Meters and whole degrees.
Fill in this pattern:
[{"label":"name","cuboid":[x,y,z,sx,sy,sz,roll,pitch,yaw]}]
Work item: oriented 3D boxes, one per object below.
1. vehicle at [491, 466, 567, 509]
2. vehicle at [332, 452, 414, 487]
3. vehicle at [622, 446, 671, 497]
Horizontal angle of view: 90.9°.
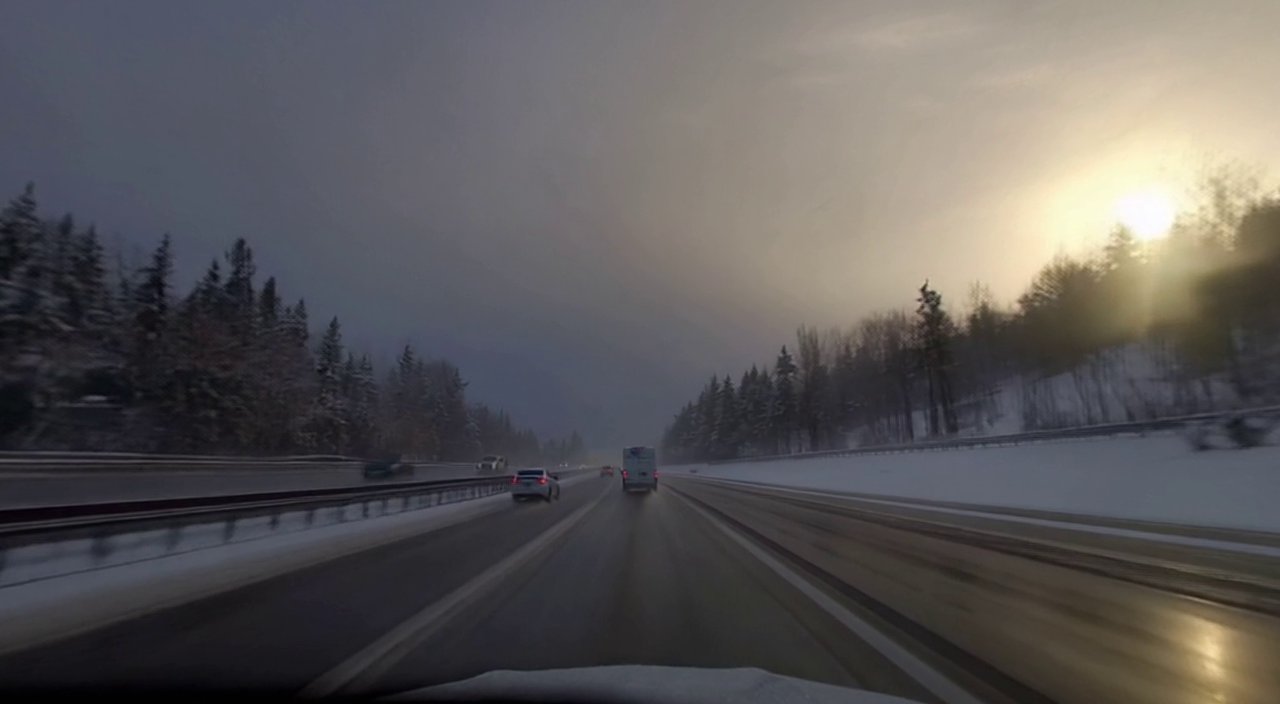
[{"label":"vehicle","cuboid":[-4.279,5.327,25.094,2.128,1.491,4.508,1,-11,1]},{"label":"vehicle","cuboid":[-12.748,5.671,30.456,1.977,1.491,4.522,1,-11,0]},{"label":"vehicle","cuboid":[0.286,6.636,35.061,2.482,2.549,5.447,1,-11,-1]}]
